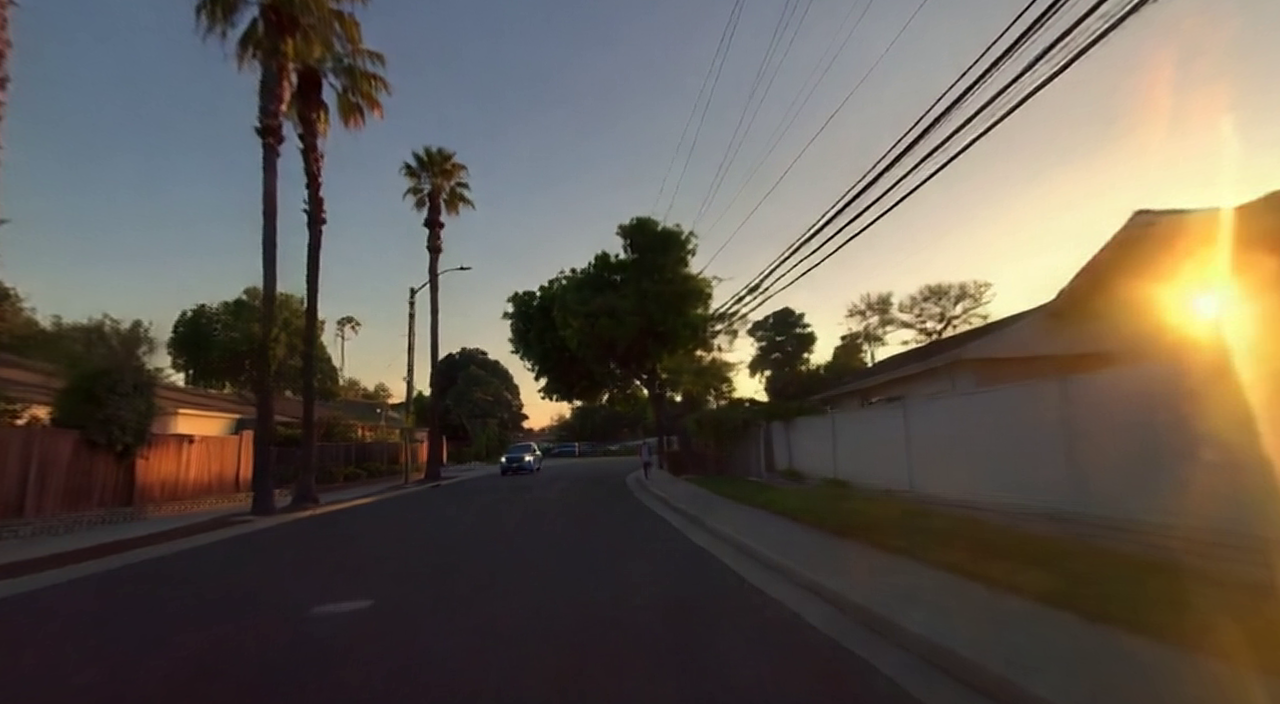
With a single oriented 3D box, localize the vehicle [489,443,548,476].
[{"bbox_3d":[-6.735,6.021,35.691,2.208,1.758,4.529,0,-8,3],"label":"vehicle"}]
